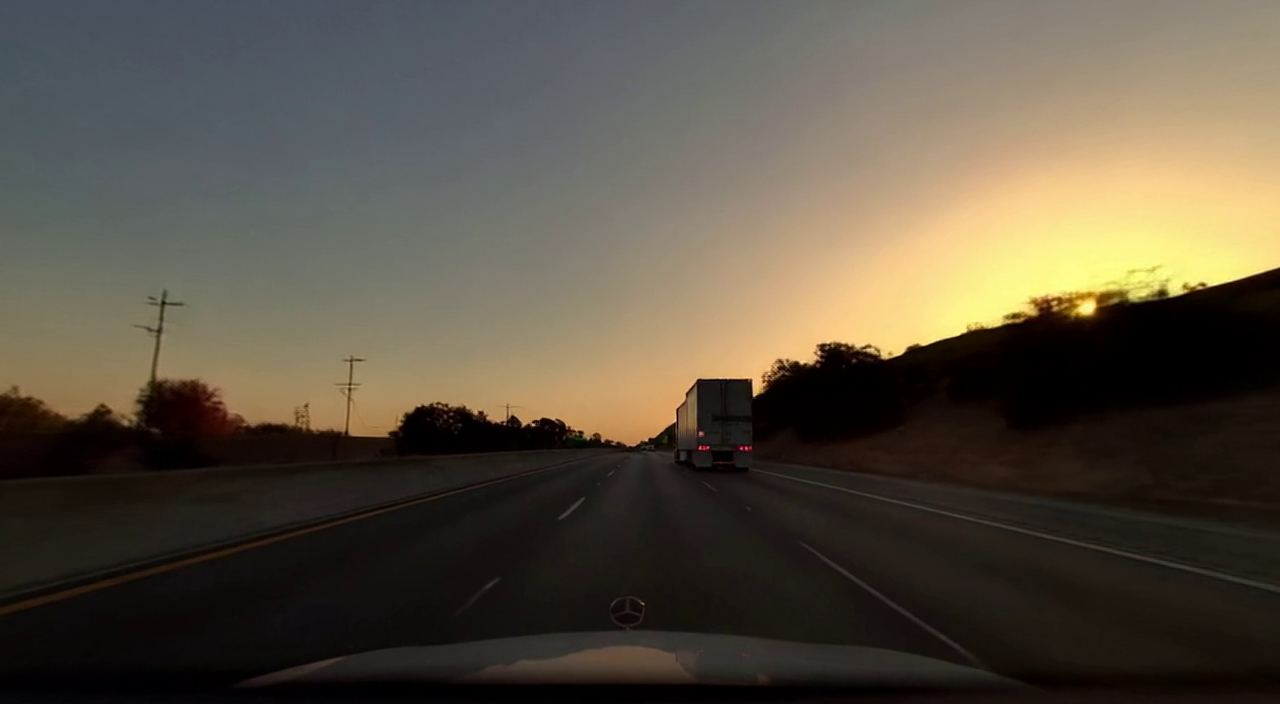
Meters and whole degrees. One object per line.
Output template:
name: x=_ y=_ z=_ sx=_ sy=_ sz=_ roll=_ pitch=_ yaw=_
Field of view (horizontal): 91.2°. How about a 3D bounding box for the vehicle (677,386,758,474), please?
vehicle: x=4.063 y=4.733 z=36.783 sx=2.933 sy=4.100 sz=14.317 roll=0 pitch=-9 yaw=0
